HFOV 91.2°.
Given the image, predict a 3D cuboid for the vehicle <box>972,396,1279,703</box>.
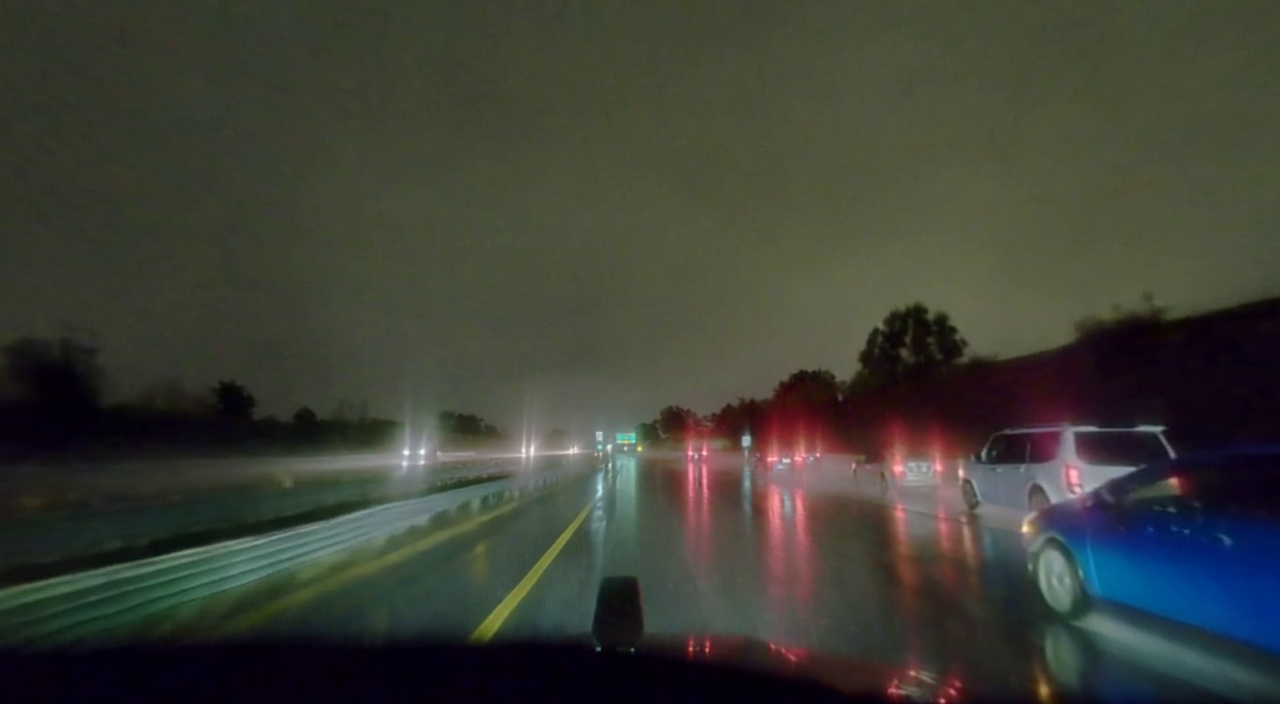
[{"bbox_3d":[3.810,1.046,3.055,2.002,1.604,4.265,0,-9,0],"label":"vehicle"}]
